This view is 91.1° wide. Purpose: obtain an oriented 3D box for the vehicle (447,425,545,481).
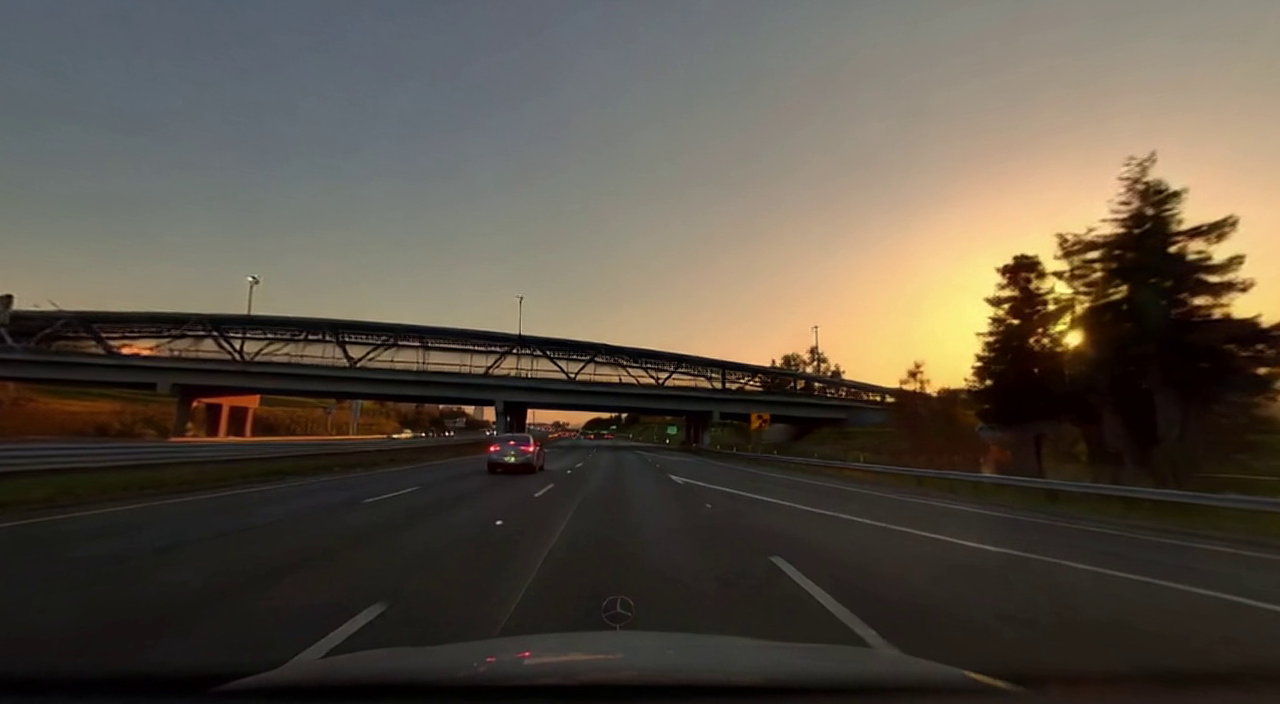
[{"bbox_3d":[-4.538,3.271,20.665,2.123,1.601,4.887,0,-8,-1],"label":"vehicle"}]
